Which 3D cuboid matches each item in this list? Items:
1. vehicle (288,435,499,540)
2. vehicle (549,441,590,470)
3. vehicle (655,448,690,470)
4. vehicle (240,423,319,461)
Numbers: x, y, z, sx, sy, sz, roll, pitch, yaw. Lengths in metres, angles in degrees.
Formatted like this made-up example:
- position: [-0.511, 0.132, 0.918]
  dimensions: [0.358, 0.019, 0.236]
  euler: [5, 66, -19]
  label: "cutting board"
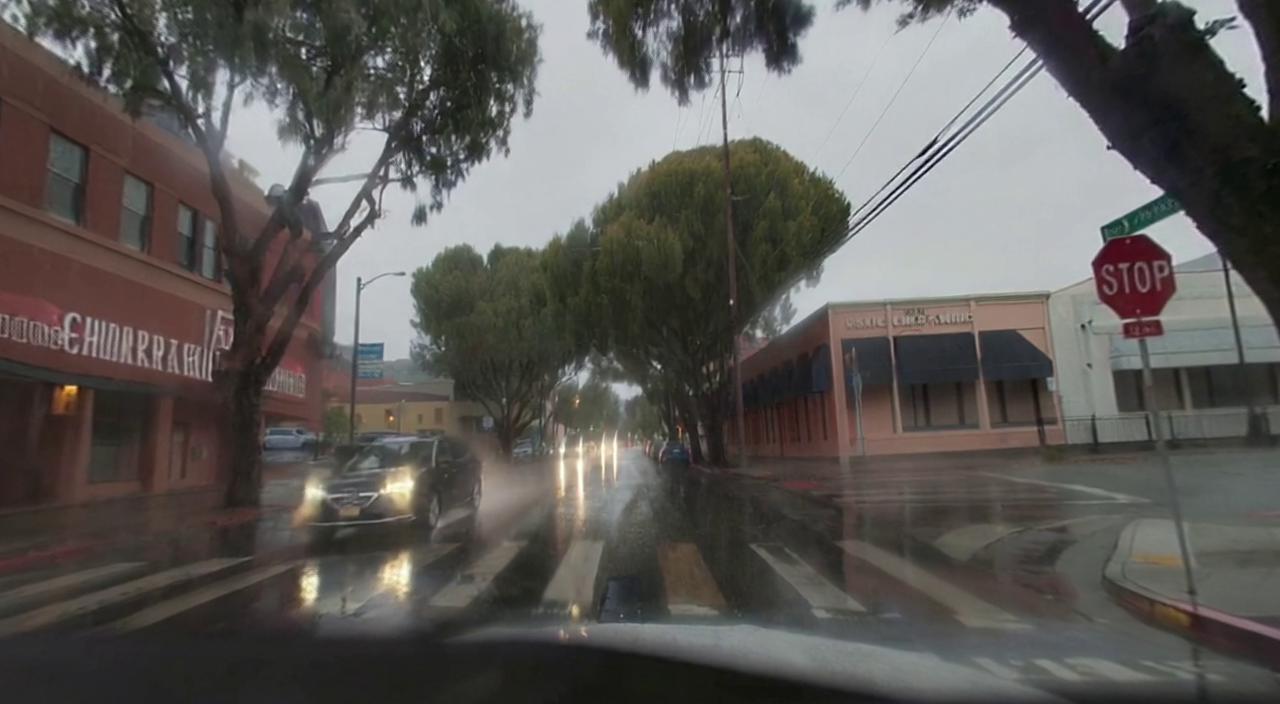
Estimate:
- position: [-4.144, 2.335, 11.633]
  dimensions: [2.140, 1.512, 4.536]
  euler: [0, -8, -1]
  label: "vehicle"
- position: [-4.994, 7.433, 45.504]
  dimensions: [2.495, 1.966, 4.846]
  euler: [0, -8, -1]
  label: "vehicle"
- position: [2.098, 6.982, 41.424]
  dimensions: [1.877, 1.373, 3.854]
  euler: [0, -8, -4]
  label: "vehicle"
- position: [-28.130, 7.065, 49.660]
  dimensions: [2.249, 2.760, 6.636]
  euler: [0, -8, 0]
  label: "vehicle"
